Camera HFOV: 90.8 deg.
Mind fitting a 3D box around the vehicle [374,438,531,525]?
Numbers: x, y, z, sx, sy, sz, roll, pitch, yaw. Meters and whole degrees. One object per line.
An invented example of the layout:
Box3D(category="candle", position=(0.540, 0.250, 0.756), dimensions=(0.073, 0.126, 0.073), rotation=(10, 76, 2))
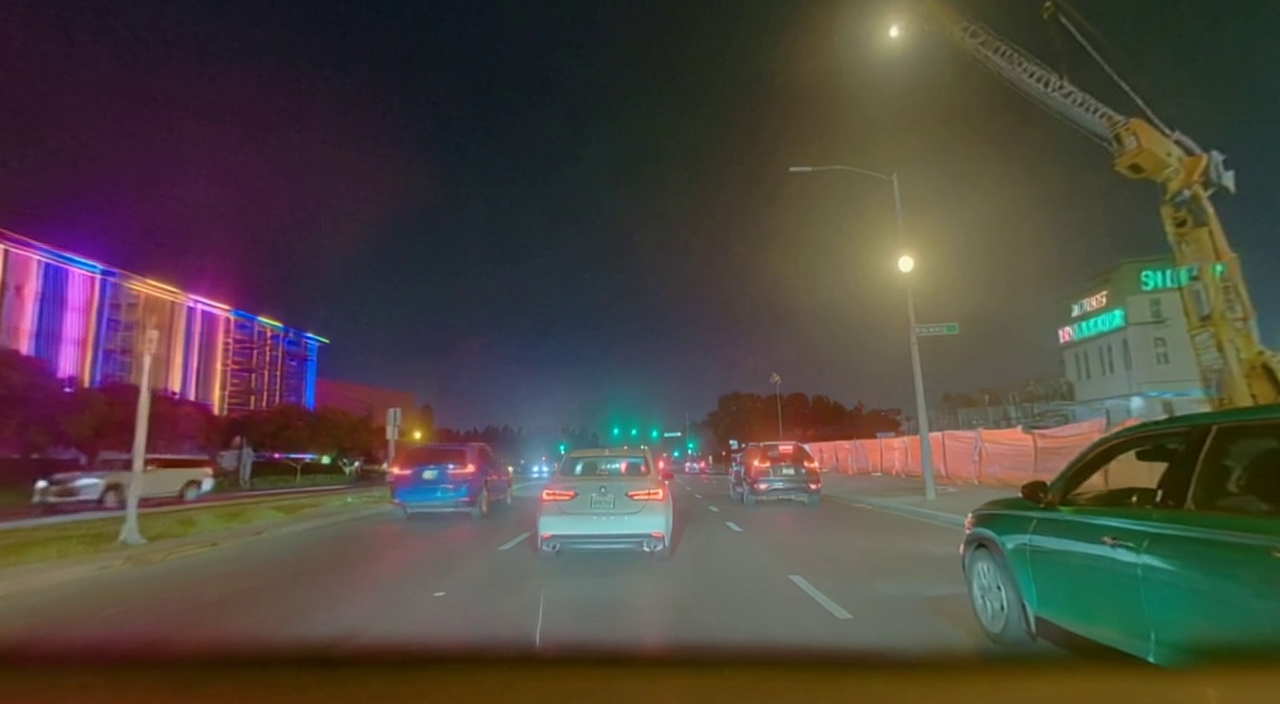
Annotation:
Box3D(category="vehicle", position=(-4.089, 2.885, 14.707), dimensions=(2.201, 1.691, 4.305), rotation=(0, -9, 2))

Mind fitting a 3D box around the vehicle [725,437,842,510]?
Box3D(category="vehicle", position=(3.956, 3.430, 18.385), dimensions=(2.185, 1.797, 4.934), rotation=(0, -9, -1))

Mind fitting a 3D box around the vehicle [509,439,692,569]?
Box3D(category="vehicle", position=(-0.432, 2.092, 9.524), dimensions=(2.131, 1.496, 4.193), rotation=(0, -8, 1))

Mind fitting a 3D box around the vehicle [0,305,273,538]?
Box3D(category="vehicle", position=(-9.116, 1.310, 11.469), dimensions=(2.592, 3.548, 3.414), rotation=(-2, -9, 3))

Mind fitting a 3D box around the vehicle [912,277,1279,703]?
Box3D(category="vehicle", position=(3.429, 0.784, 2.761), dimensions=(2.182, 1.954, 5.341), rotation=(0, -9, 1))
